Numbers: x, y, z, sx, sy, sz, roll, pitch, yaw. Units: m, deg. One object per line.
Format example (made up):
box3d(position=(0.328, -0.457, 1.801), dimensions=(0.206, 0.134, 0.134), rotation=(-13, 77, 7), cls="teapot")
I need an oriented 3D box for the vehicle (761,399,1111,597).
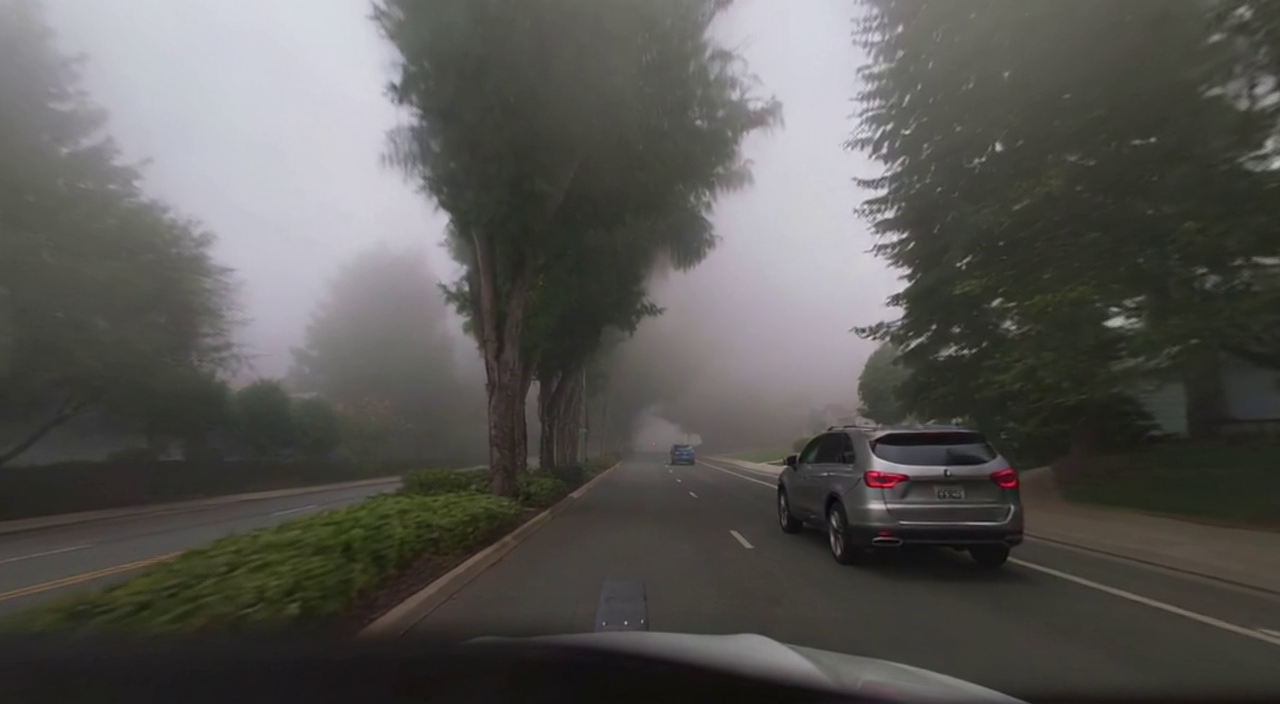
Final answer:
box3d(position=(3.120, 1.666, 8.077), dimensions=(2.180, 1.773, 4.639), rotation=(0, -9, 0), cls="vehicle")
